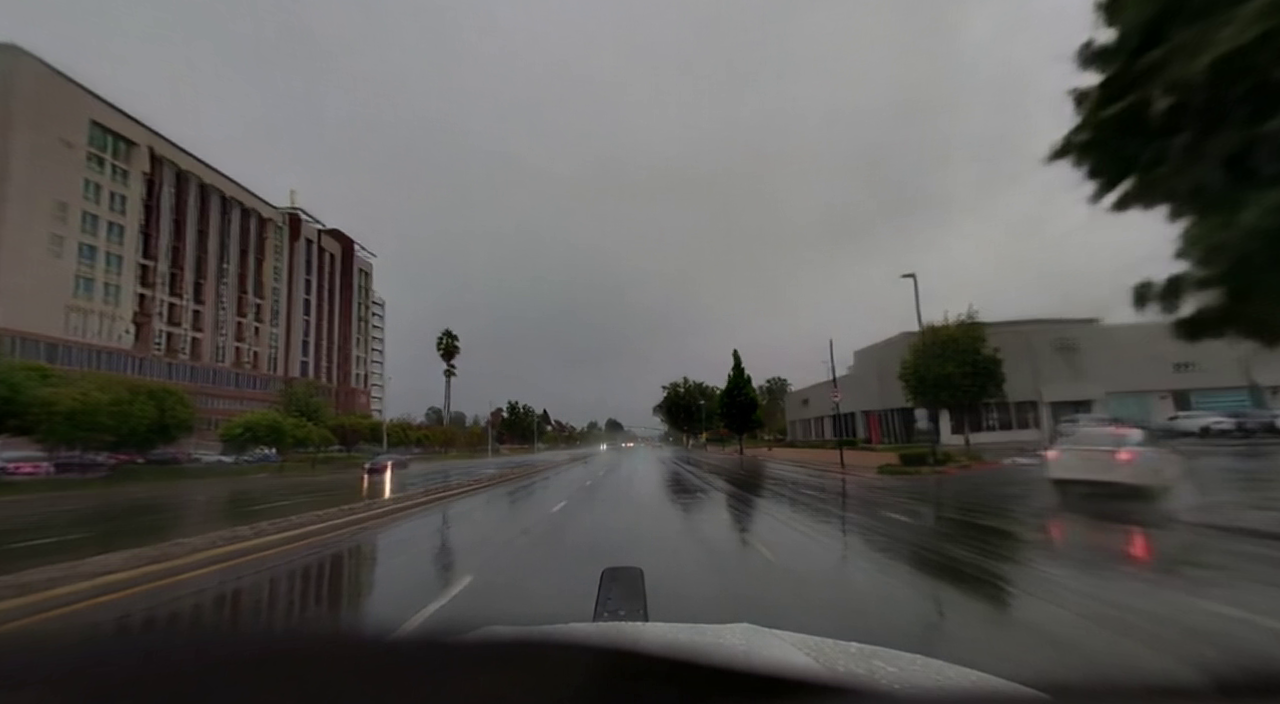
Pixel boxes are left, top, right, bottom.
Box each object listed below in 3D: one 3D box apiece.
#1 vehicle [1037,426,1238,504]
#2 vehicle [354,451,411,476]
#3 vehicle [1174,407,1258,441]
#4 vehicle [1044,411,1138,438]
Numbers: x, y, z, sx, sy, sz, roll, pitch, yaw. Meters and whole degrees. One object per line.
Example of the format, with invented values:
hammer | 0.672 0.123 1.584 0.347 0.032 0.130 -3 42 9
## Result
vehicle | 12.768 2.832 16.072 5.061 1.696 2.129 5 -10 -29
vehicle | -17.232 7.492 42.277 1.961 1.525 4.332 0 -9 1
vehicle | 28.304 3.607 31.033 1.797 1.498 4.412 -4 -9 26
vehicle | 30.260 4.929 42.317 1.979 1.592 4.711 4 -9 -23
